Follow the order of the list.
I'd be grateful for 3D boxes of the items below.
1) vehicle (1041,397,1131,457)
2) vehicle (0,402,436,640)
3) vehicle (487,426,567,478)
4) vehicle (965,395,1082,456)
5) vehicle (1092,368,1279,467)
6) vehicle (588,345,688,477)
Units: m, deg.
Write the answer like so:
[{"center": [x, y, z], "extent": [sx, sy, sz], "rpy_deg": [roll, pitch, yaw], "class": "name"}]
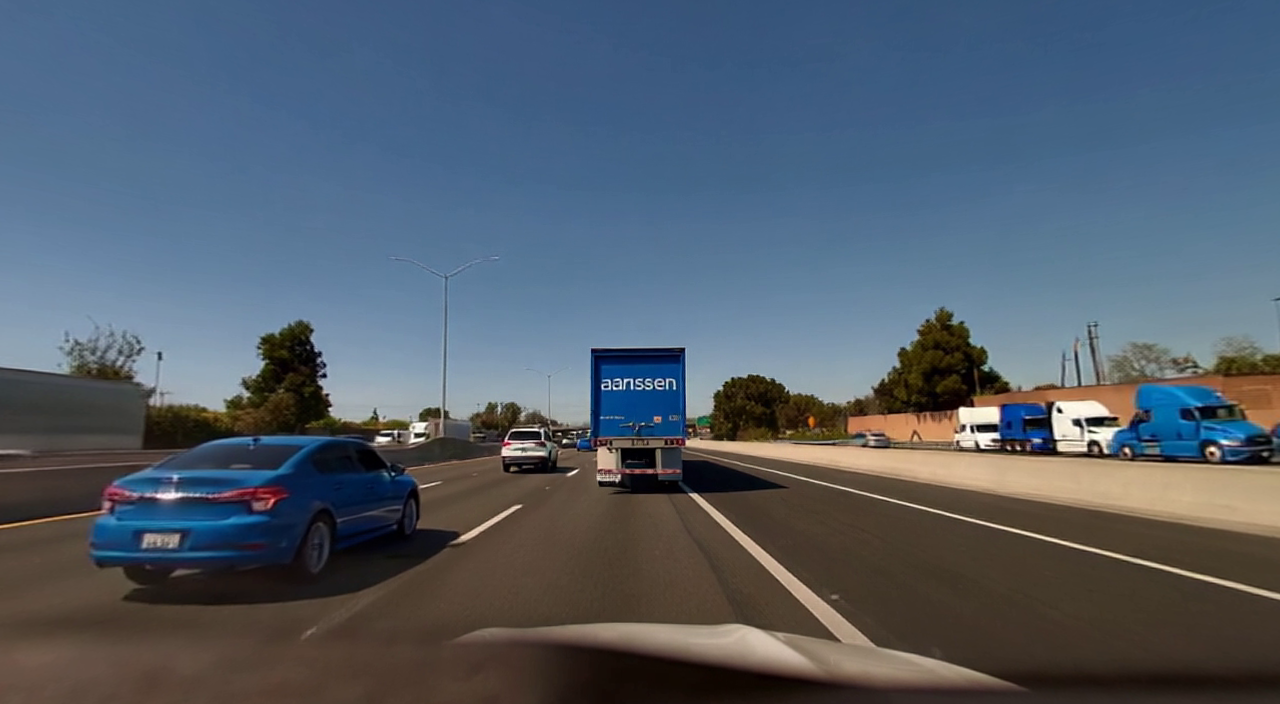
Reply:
[{"center": [19.599, 3.330, 27.779], "extent": [1.658, 2.523, 2.851], "rpy_deg": [0, -8, -1], "class": "vehicle"}, {"center": [-3.741, 1.377, 6.261], "extent": [1.964, 1.507, 4.361], "rpy_deg": [0, -8, 0], "class": "vehicle"}, {"center": [-3.704, 3.351, 21.393], "extent": [1.946, 1.599, 4.073], "rpy_deg": [0, -8, 0], "class": "vehicle"}, {"center": [18.955, 3.737, 31.516], "extent": [2.432, 2.753, 5.388], "rpy_deg": [0, -8, 1], "class": "vehicle"}, {"center": [19.381, 2.386, 22.160], "extent": [2.443, 3.006, 5.844], "rpy_deg": [0, -8, 0], "class": "vehicle"}, {"center": [-0.105, 2.615, 25.625], "extent": [3.171, 4.204, 11.036], "rpy_deg": [0, -8, 0], "class": "vehicle"}]
